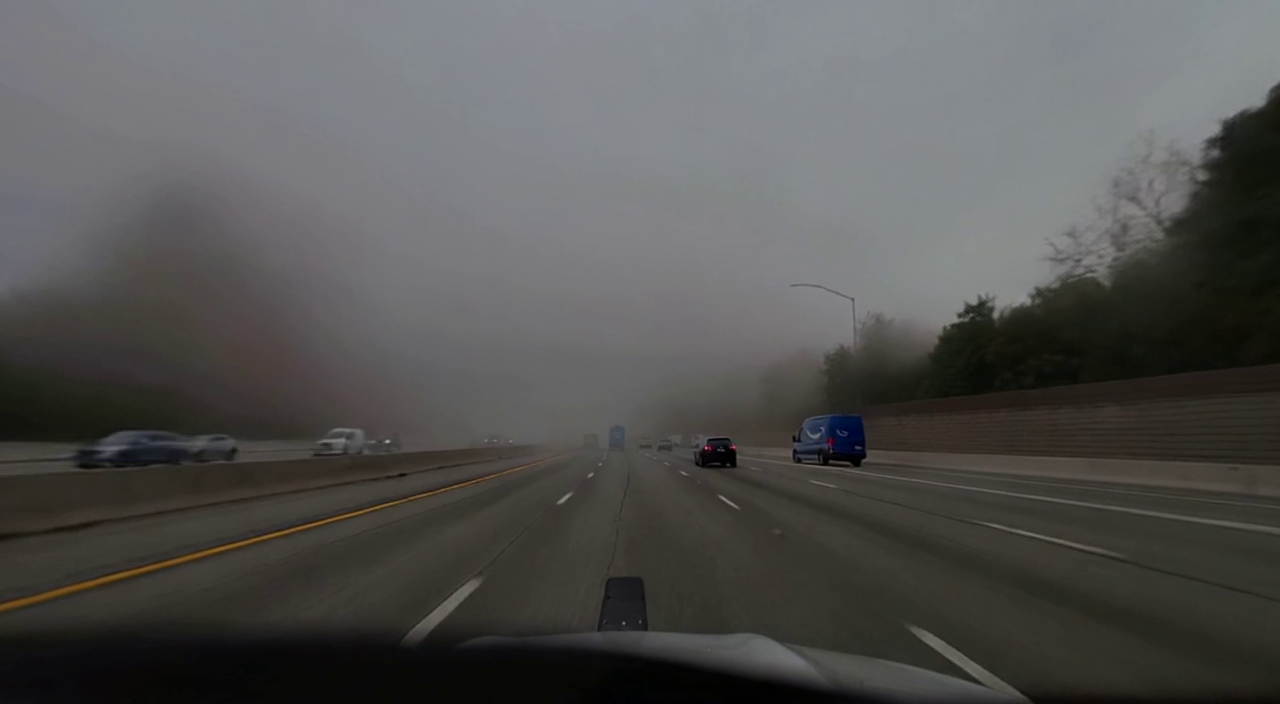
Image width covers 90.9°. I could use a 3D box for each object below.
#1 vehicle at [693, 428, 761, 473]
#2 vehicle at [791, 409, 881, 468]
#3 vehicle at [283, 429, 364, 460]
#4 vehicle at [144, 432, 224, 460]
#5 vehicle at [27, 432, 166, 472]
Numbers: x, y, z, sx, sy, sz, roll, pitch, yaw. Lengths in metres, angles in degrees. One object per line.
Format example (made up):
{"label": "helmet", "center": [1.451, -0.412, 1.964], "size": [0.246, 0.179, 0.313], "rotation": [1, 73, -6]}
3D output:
{"label": "vehicle", "center": [3.628, 4.221, 27.145], "size": [2.141, 1.732, 4.279], "rotation": [0, -8, -2]}
{"label": "vehicle", "center": [10.239, 4.665, 33.766], "size": [2.274, 2.802, 6.802], "rotation": [0, -8, -3]}
{"label": "vehicle", "center": [-18.404, 5.453, 36.992], "size": [2.199, 1.660, 5.133], "rotation": [0, -8, -2]}
{"label": "vehicle", "center": [-29.897, 6.193, 41.574], "size": [1.951, 1.732, 4.581], "rotation": [0, -8, -2]}
{"label": "vehicle", "center": [-21.789, 4.022, 25.550], "size": [1.895, 1.469, 4.267], "rotation": [0, -8, -1]}
